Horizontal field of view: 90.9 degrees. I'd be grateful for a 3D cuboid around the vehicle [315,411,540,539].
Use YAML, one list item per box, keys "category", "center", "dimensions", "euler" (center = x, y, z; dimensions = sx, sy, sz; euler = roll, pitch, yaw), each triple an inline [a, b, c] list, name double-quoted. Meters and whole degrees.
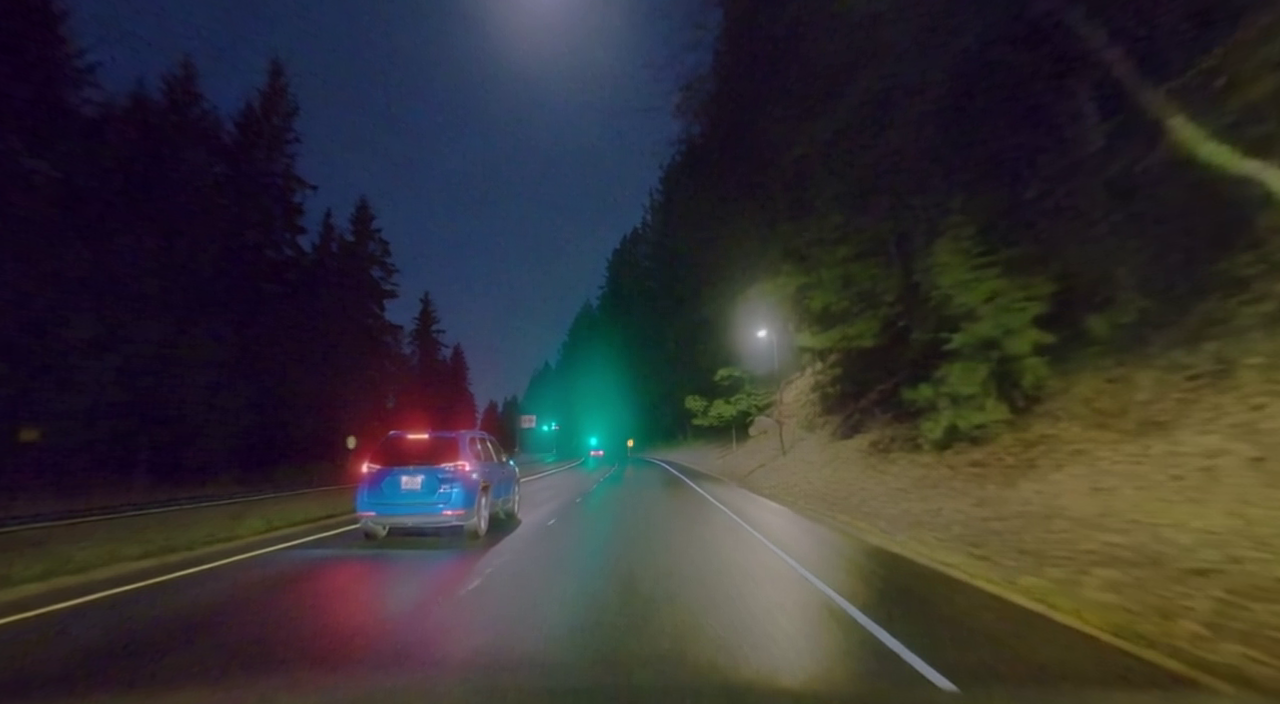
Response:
- category: "vehicle"
  center: [-3.506, 2.158, 11.759]
  dimensions: [2.336, 1.857, 4.986]
  euler: [0, -8, 1]
